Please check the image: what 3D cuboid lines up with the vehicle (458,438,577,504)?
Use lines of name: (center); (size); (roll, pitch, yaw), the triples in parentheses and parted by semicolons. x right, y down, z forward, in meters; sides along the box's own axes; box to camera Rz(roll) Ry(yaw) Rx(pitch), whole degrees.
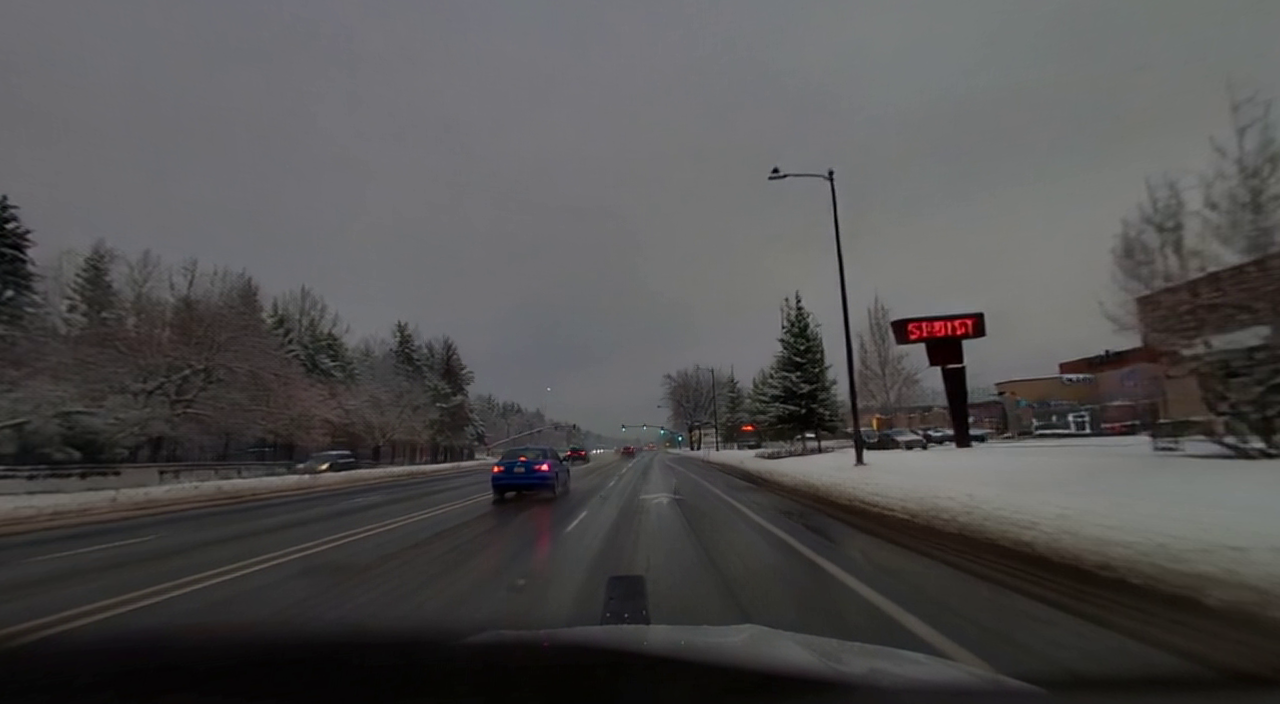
vehicle: (-3.031, 3.063, 16.663); (2.152, 1.479, 4.394); (0, -9, 2)
